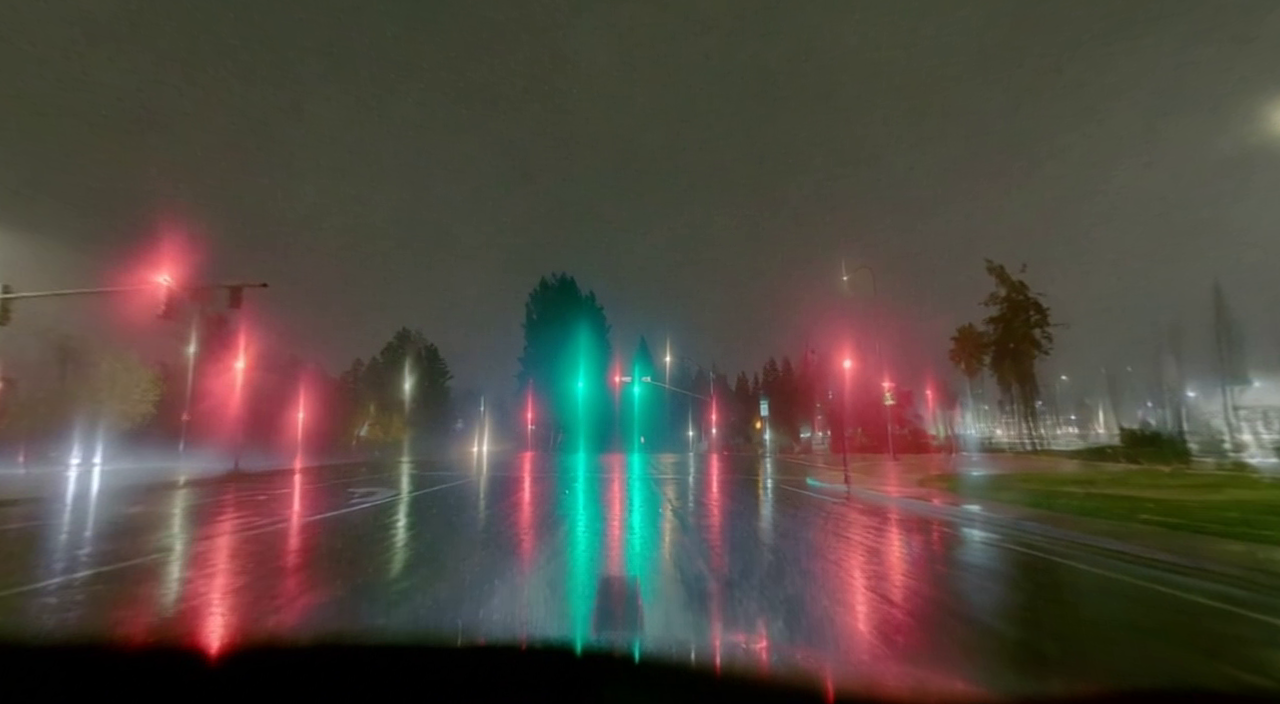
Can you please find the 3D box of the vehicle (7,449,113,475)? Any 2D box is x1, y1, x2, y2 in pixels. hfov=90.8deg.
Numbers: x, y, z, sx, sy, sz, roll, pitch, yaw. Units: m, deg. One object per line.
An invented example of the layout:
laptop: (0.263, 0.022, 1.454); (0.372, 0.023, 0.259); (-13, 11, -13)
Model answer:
vehicle: (-35.120, 6.656, 38.315); (4.500, 1.465, 1.936); (0, -8, 1)
